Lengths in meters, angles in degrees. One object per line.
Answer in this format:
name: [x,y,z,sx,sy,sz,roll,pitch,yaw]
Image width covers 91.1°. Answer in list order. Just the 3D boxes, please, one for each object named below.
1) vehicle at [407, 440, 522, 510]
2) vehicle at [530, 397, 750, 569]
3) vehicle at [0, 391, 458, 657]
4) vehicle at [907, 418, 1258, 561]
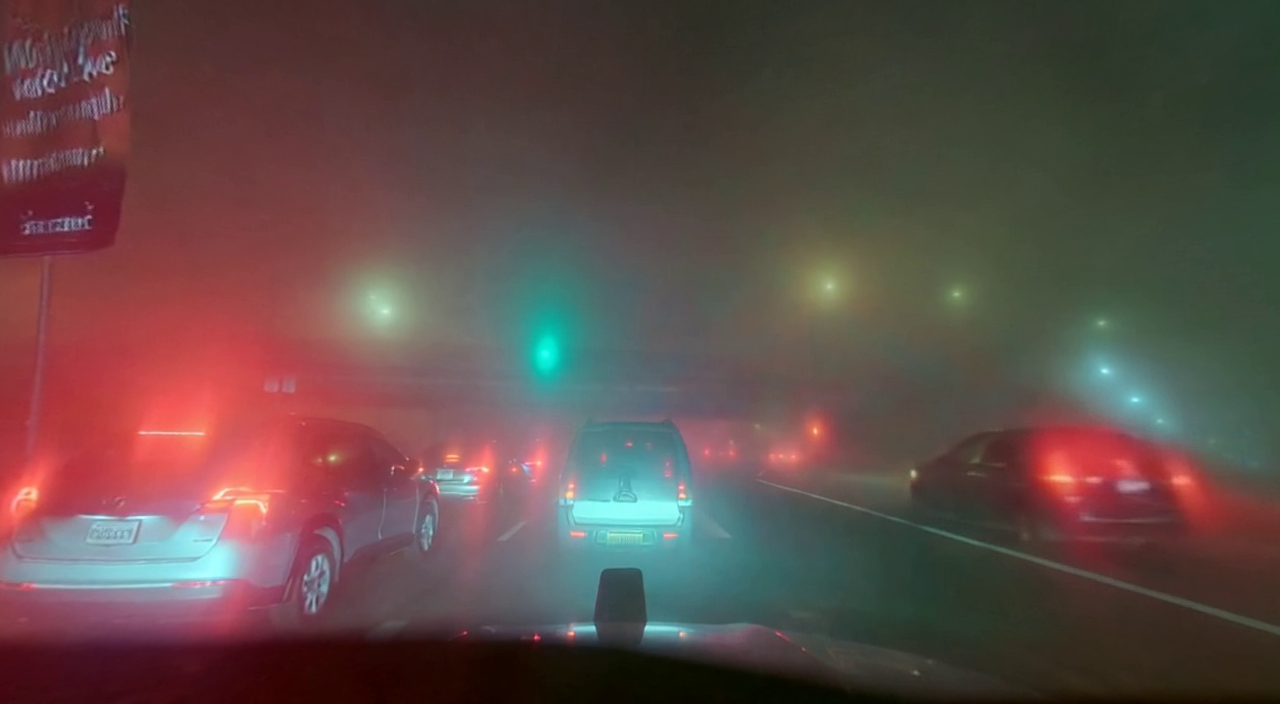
vehicle: [-4.146,2.942,15.431,1.797,1.505,3.506,0,-9,0]
vehicle: [-0.079,1.765,9.206,2.409,1.864,4.471,0,-9,-2]
vehicle: [-3.495,1.433,6.273,2.039,1.709,4.265,0,-9,0]
vehicle: [6.476,2.046,10.137,2.191,1.730,4.658,0,-9,-1]
